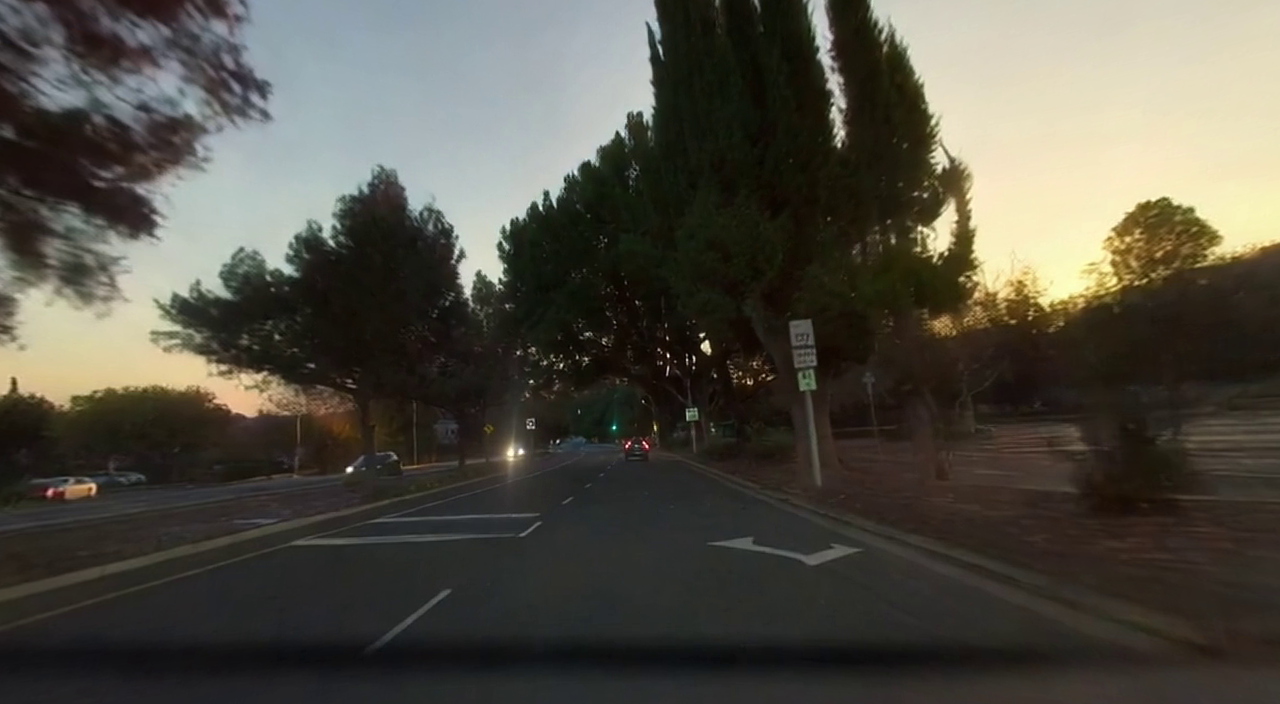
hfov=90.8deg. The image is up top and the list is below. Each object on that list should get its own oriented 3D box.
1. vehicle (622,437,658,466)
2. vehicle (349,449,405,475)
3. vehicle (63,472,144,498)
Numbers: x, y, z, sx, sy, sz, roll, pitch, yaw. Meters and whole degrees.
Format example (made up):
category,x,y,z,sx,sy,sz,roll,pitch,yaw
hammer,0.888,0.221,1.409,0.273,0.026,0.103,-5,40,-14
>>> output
category,x,y,z,sx,sy,sz,roll,pitch,yaw
vehicle,-0.040,6.017,38.423,2.045,1.613,4.210,0,-8,-1
vehicle,-16.937,7.090,40.990,1.912,1.588,4.432,0,-8,-3
vehicle,-39.612,9.786,46.644,4.777,1.711,2.070,-2,-9,16
